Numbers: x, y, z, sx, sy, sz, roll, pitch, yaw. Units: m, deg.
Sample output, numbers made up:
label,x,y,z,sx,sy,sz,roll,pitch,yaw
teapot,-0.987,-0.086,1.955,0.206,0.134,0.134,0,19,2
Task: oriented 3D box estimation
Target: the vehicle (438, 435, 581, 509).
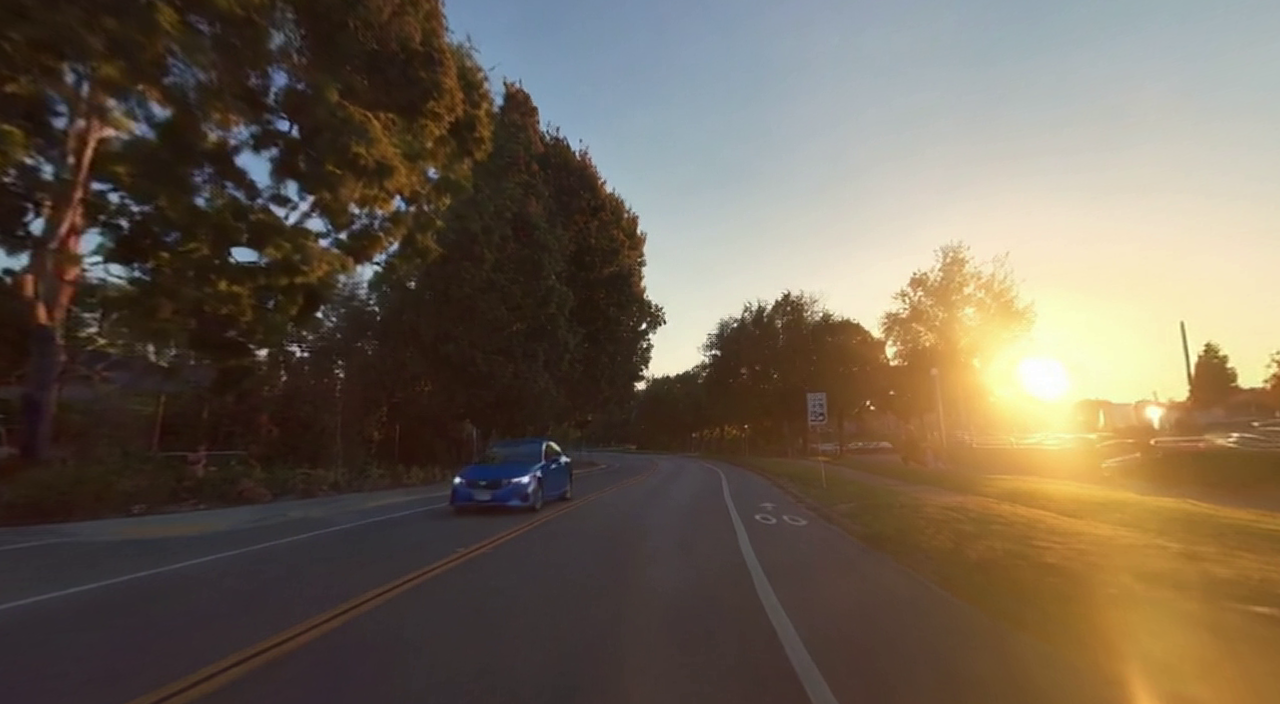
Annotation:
label,x,y,z,sx,sy,sz,roll,pitch,yaw
vehicle,-2.905,2.799,15.156,2.190,1.499,4.209,-1,-9,6
